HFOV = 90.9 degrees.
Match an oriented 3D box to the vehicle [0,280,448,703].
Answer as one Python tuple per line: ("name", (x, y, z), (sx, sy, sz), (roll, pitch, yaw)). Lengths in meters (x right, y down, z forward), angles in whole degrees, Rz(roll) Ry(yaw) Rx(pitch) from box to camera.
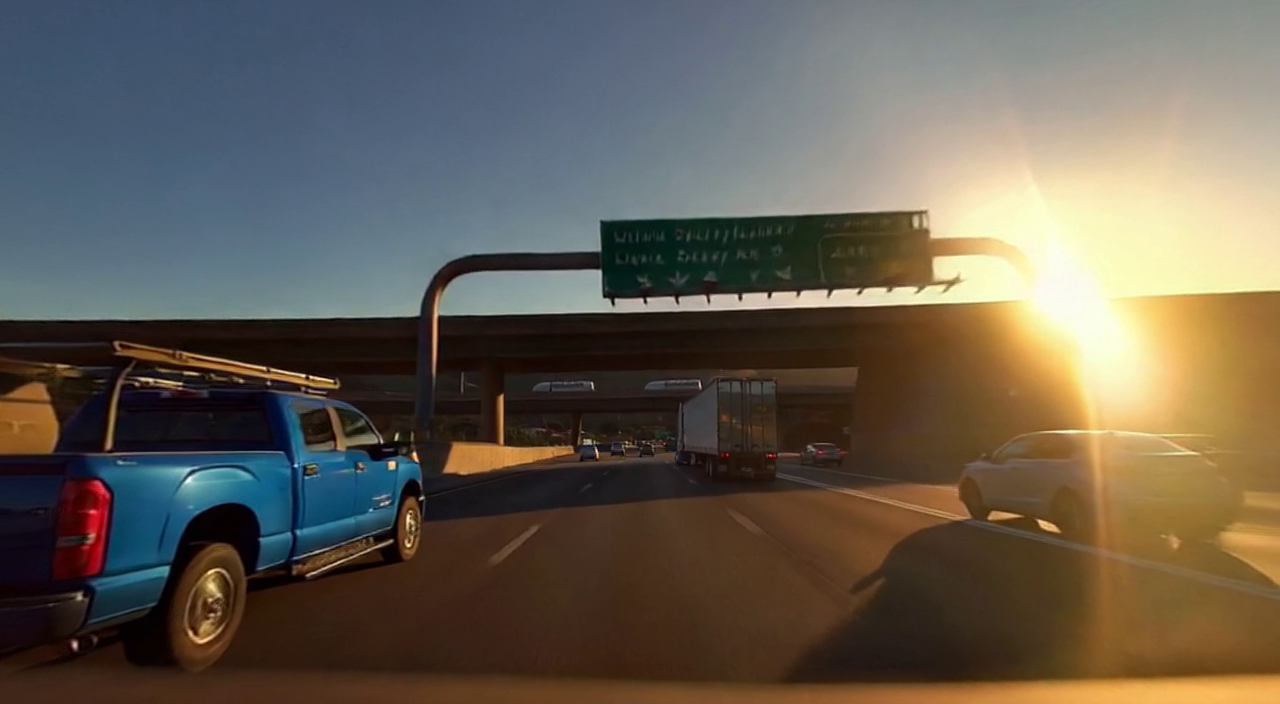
("vehicle", (-3.913, 1.163, 5.342), (2.599, 2.054, 6.288), (0, -8, 0))

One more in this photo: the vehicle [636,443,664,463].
("vehicle", (0.780, 7.962, 49.745), (2.092, 1.446, 4.092), (0, -8, 0))

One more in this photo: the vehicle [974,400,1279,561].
("vehicle", (7.125, 1.714, 9.122), (1.999, 1.700, 4.640), (0, -8, 0))

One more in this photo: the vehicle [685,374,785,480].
("vehicle", (4.081, 3.807, 30.687), (2.885, 4.036, 12.891), (0, -8, 0))

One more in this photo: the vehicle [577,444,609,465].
("vehicle", (-3.444, 7.619, 47.169), (2.077, 1.446, 4.106), (0, -8, 0))
